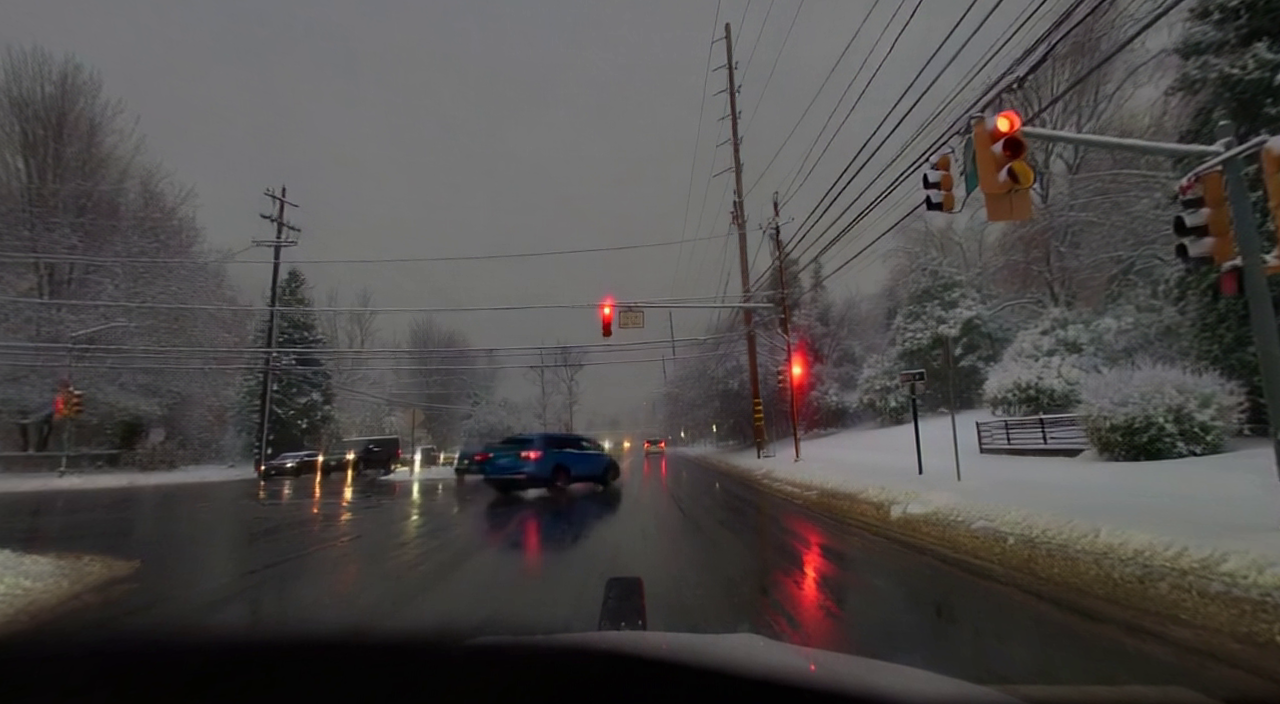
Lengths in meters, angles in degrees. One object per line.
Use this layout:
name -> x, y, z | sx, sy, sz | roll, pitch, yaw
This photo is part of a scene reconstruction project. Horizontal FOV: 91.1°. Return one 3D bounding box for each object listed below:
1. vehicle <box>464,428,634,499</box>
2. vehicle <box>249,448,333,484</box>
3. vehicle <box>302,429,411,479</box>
vehicle -> -2.336, 3.021, 17.383 | 2.051, 1.666, 4.607 | -6, -10, 34
vehicle -> -17.090, 5.590, 31.005 | 1.942, 1.477, 3.957 | -4, -9, -1
vehicle -> -13.117, 4.766, 29.630 | 2.350, 2.104, 5.828 | 0, -8, 1
